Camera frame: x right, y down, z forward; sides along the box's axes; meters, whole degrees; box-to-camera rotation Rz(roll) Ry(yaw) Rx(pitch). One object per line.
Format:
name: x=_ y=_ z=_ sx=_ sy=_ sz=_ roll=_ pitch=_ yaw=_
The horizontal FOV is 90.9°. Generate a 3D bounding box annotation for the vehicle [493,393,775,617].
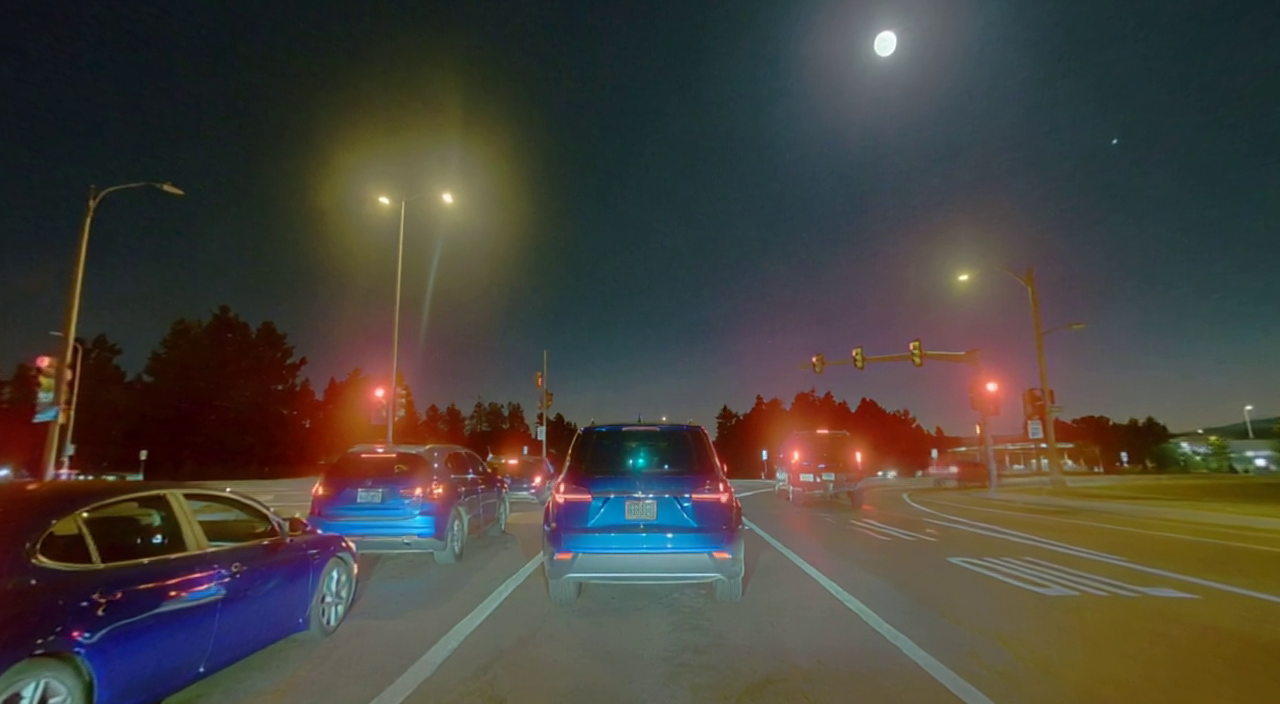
vehicle: x=-0.040 y=1.520 z=7.179 sx=2.203 sy=1.757 sz=4.286 roll=0 pitch=-8 yaw=0

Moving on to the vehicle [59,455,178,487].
vehicle: x=-26.001 y=5.945 z=31.603 sx=4.140 sy=1.444 sz=1.742 roll=2 pitch=-9 yaw=-15

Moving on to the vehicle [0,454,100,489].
vehicle: x=-27.056 y=5.277 z=27.954 sx=4.198 sy=1.444 sz=1.765 roll=2 pitch=-9 yaw=-15

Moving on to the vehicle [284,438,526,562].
vehicle: x=-3.205 y=2.093 z=9.764 sx=1.913 sy=1.453 sz=4.413 roll=0 pitch=-8 yaw=2

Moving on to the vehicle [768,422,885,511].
vehicle: x=4.798 y=3.000 z=16.921 sx=2.084 sy=2.053 sz=4.073 roll=-1 pitch=-8 yaw=4
